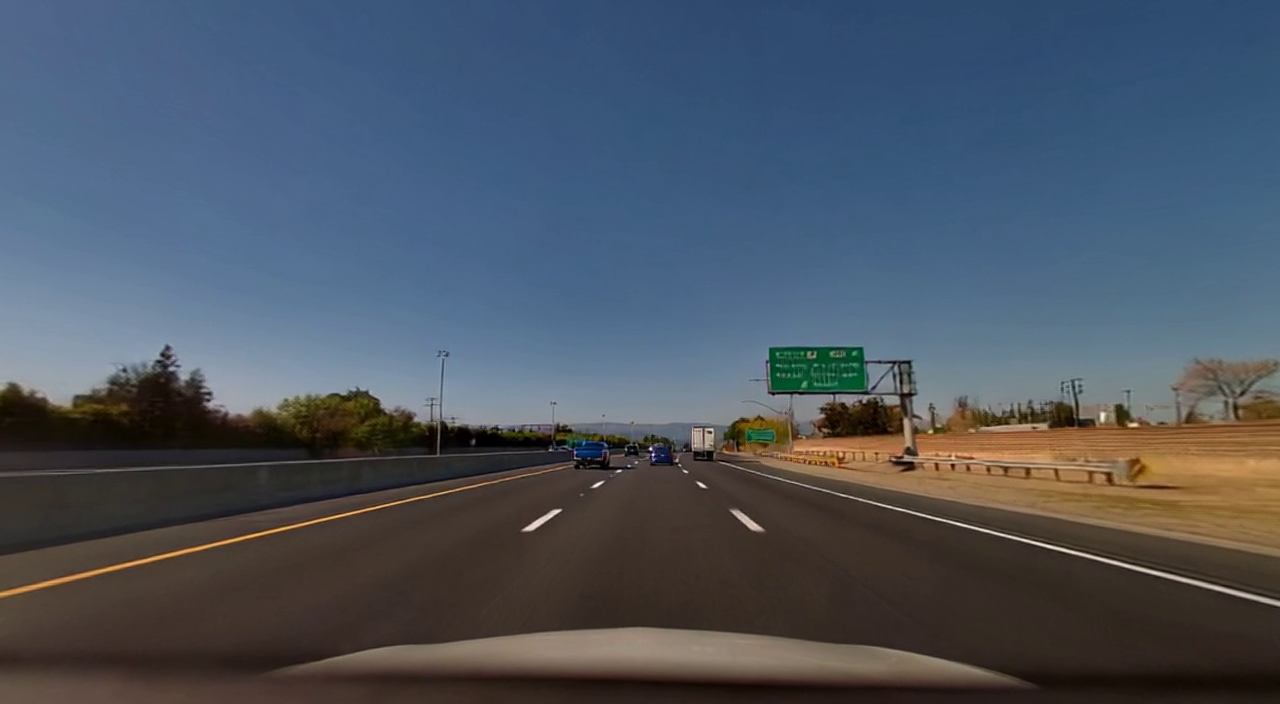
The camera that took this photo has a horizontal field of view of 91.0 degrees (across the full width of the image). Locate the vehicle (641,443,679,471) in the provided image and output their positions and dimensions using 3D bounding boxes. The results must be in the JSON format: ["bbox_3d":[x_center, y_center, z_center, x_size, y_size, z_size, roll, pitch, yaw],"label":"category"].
[{"bbox_3d":[1.185,6.200,37.485,2.086,1.548,4.325,0,-9,2],"label":"vehicle"}]

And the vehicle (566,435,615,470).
[{"bbox_3d":[-2.807,5.819,36.622,2.264,1.901,4.647,-1,-9,3],"label":"vehicle"}]
